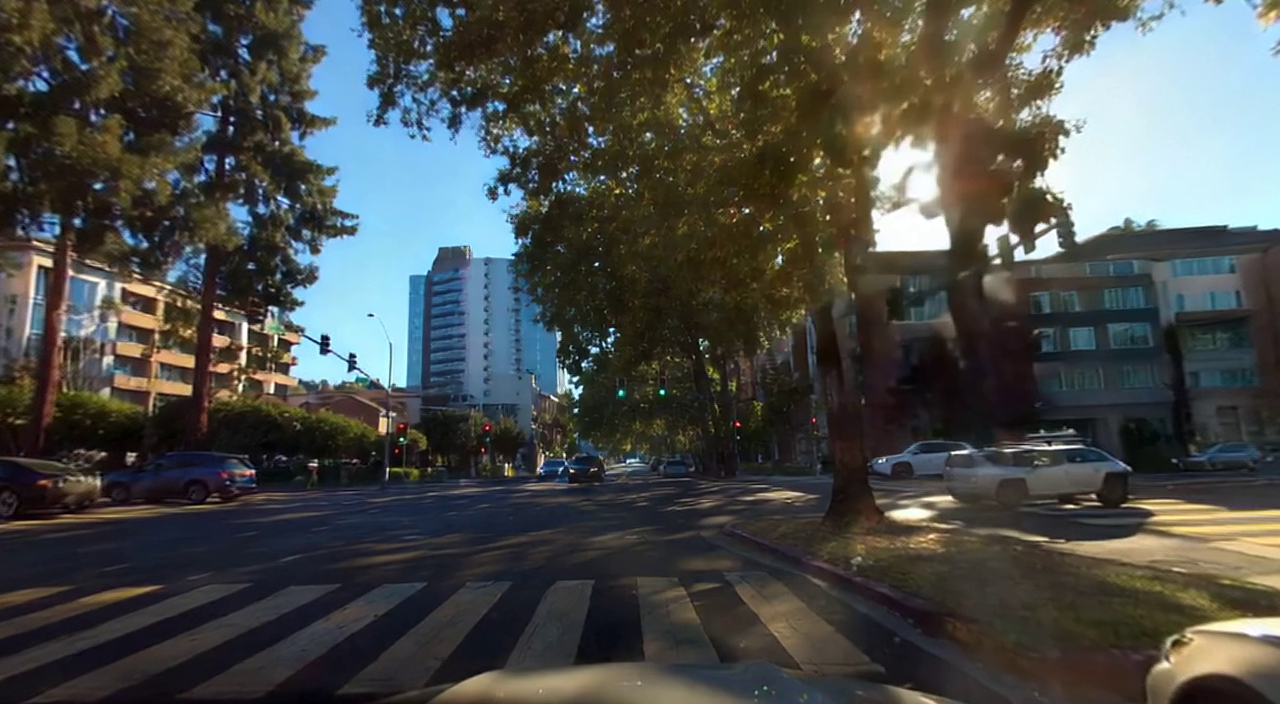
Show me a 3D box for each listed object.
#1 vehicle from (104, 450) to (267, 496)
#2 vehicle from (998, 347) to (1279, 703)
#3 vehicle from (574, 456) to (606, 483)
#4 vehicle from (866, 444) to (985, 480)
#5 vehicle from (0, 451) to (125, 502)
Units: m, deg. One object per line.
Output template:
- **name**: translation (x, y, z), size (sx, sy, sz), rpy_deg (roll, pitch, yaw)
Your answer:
- **vehicle**: translation (-18.737, 5.013, 26.289), size (4.798, 1.763, 2.536), rpy_deg (0, -10, 0)
- **vehicle**: translation (3.737, 0.893, 2.843), size (2.227, 1.705, 4.719), rpy_deg (-2, -8, 11)
- **vehicle**: translation (-3.554, 8.430, 45.477), size (2.162, 1.740, 4.728), rpy_deg (0, -8, -3)
- **vehicle**: translation (15.581, 6.011, 34.770), size (5.220, 1.897, 2.596), rpy_deg (0, -8, 0)
- **vehicle**: translation (-22.070, 4.462, 22.881), size (4.748, 1.727, 2.325), rpy_deg (0, -8, 1)
